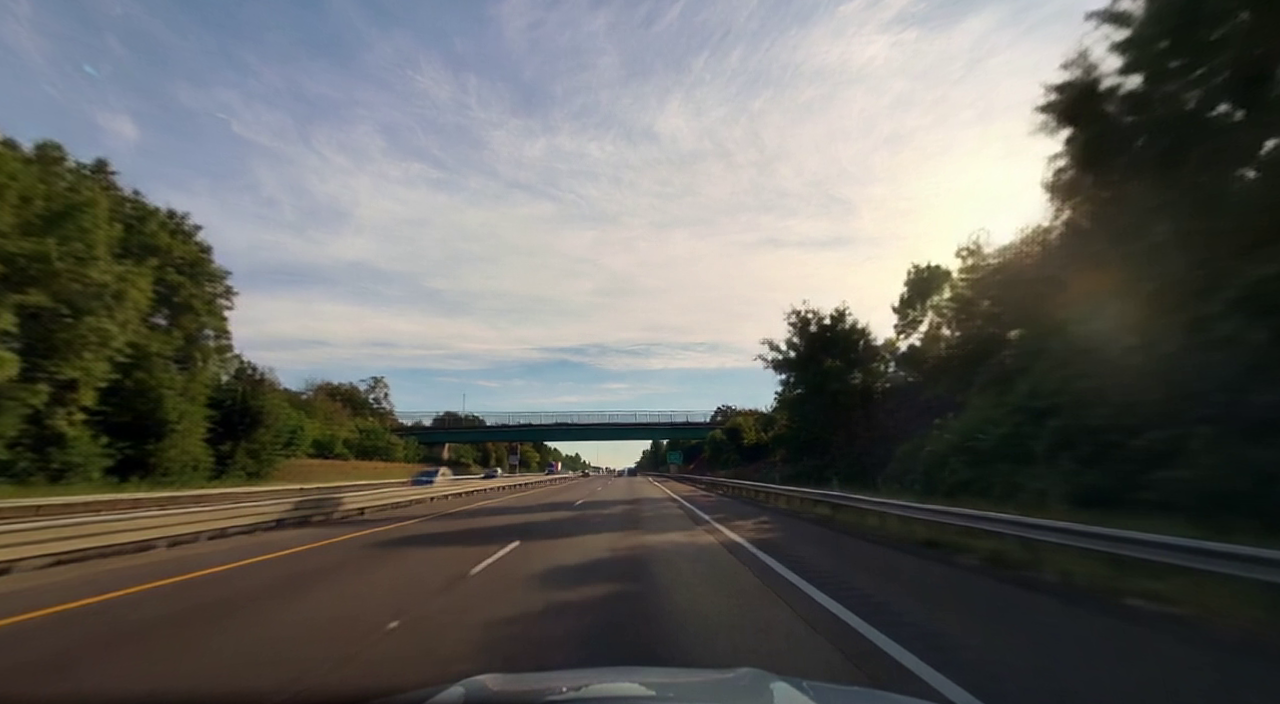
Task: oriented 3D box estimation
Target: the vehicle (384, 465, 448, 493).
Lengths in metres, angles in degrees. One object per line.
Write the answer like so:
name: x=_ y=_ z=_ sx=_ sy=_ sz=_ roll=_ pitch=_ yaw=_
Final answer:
vehicle: x=-12.372 y=7.054 z=35.087 sx=1.930 sy=1.414 sz=4.129 roll=1 pitch=-10 yaw=1
